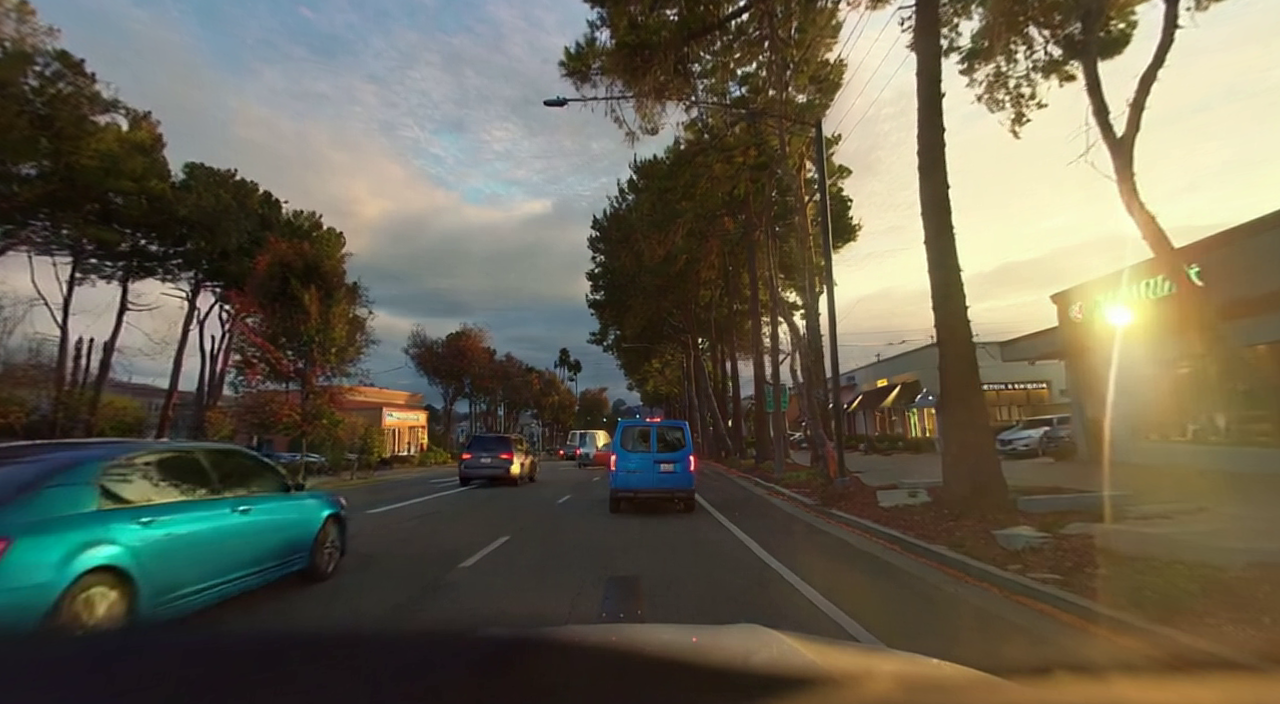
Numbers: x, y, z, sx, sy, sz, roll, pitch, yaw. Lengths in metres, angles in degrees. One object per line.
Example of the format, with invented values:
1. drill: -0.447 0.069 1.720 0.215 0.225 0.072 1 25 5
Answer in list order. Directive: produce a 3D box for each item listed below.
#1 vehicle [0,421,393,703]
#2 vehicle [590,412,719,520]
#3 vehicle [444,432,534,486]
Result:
1. vehicle: -3.986 1.356 4.930 1.991 1.459 4.813 0 -9 3
2. vehicle: 0.311 2.255 12.899 2.173 1.830 4.189 0 -9 2
3. vehicle: -5.205 3.765 22.527 2.116 1.714 4.757 0 -9 -1
